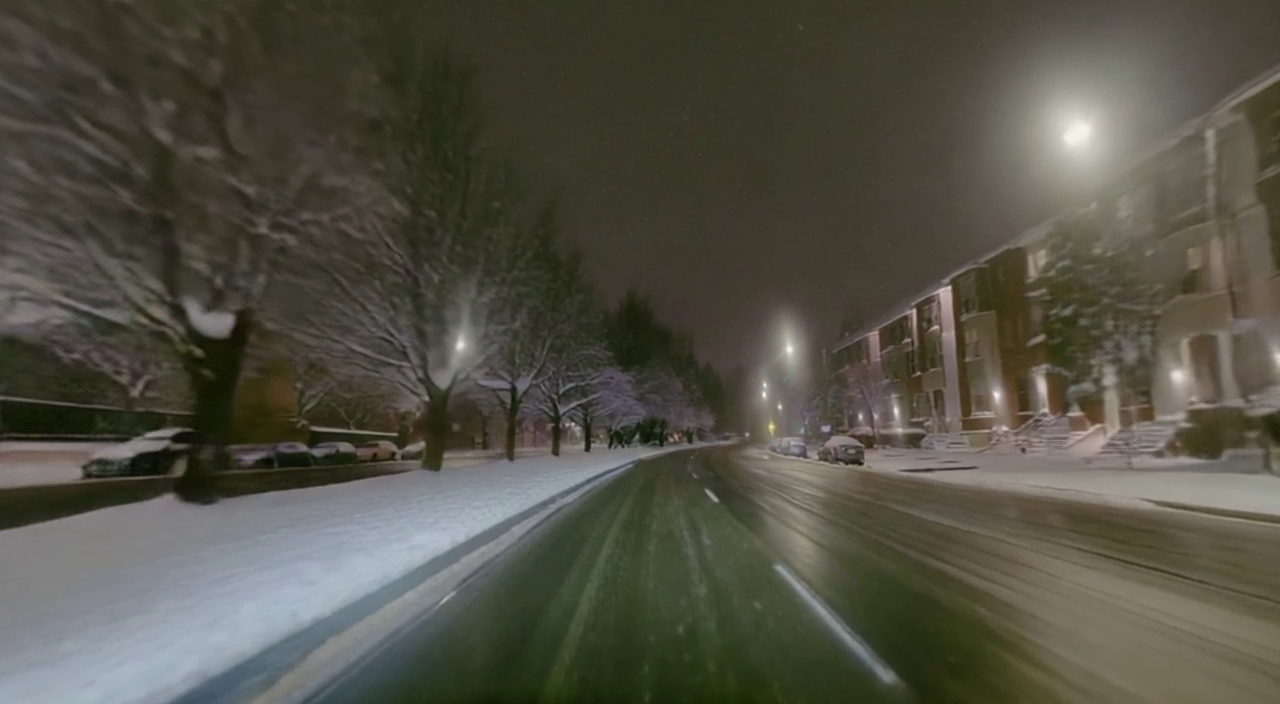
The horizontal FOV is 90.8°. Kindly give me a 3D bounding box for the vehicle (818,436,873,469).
[{"bbox_3d":[12.101,5.898,37.517,2.037,1.655,4.760,3,-7,6],"label":"vehicle"}]

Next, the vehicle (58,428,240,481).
[{"bbox_3d":[-18.488,3.912,24.316,2.226,1.733,5.775,-1,-9,3],"label":"vehicle"}]

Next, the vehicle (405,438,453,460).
[{"bbox_3d":[-16.391,7.627,49.356,1.908,1.500,4.470,-3,-10,5],"label":"vehicle"}]

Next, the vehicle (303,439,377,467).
[{"bbox_3d":[-17.573,5.979,37.325,1.823,1.455,4.680,-3,-9,5],"label":"vehicle"}]

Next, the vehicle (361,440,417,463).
[{"bbox_3d":[-17.151,6.830,43.395,1.829,1.452,4.562,-3,-9,2],"label":"vehicle"}]

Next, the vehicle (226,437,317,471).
[{"bbox_3d":[-18.115,5.057,31.312,1.802,1.487,4.359,-2,-9,2],"label":"vehicle"}]
